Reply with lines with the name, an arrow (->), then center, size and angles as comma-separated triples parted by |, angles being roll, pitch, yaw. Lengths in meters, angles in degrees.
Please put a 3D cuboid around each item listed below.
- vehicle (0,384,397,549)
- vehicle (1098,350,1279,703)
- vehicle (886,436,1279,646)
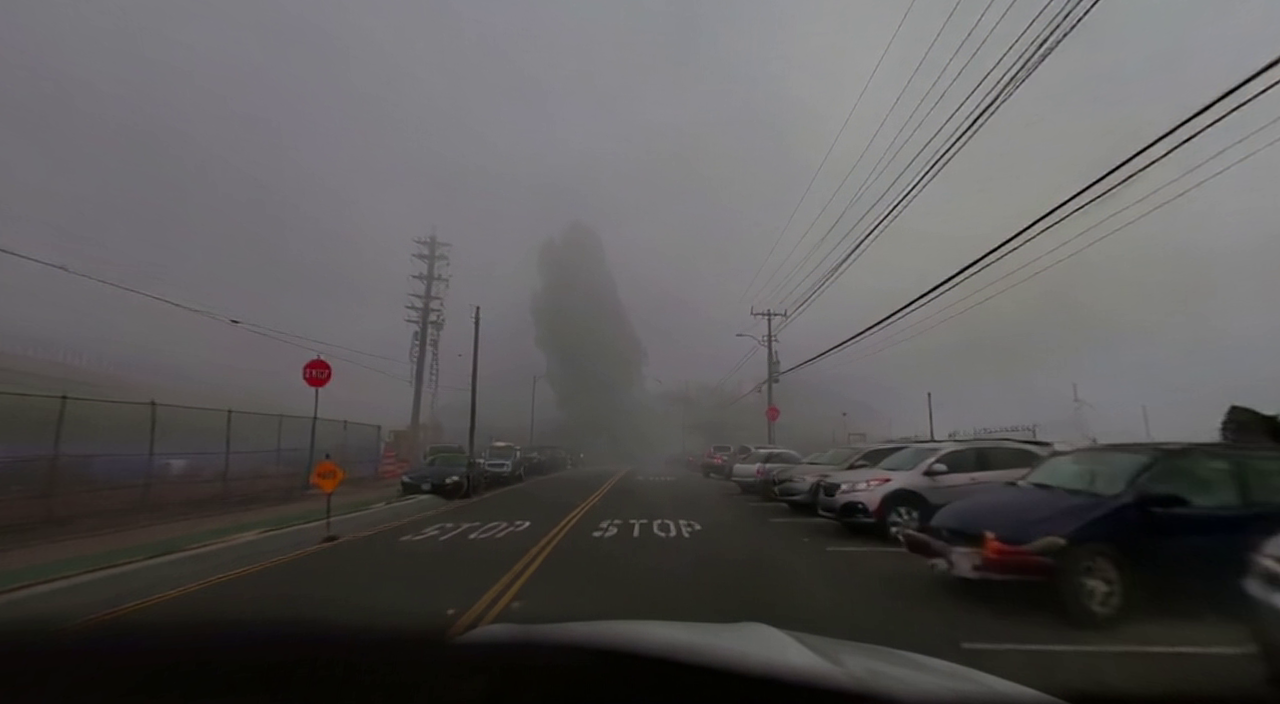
vehicle -> -6.507, 1.724, 9.508 | 4.727, 1.976, 1.970 | 3, -12, 1
vehicle -> 4.856, 0.866, 2.545 | 4.402, 1.770, 1.933 | 0, -8, 2
vehicle -> 4.803, 1.443, 5.357 | 4.659, 1.421, 1.771 | 0, -8, -1
